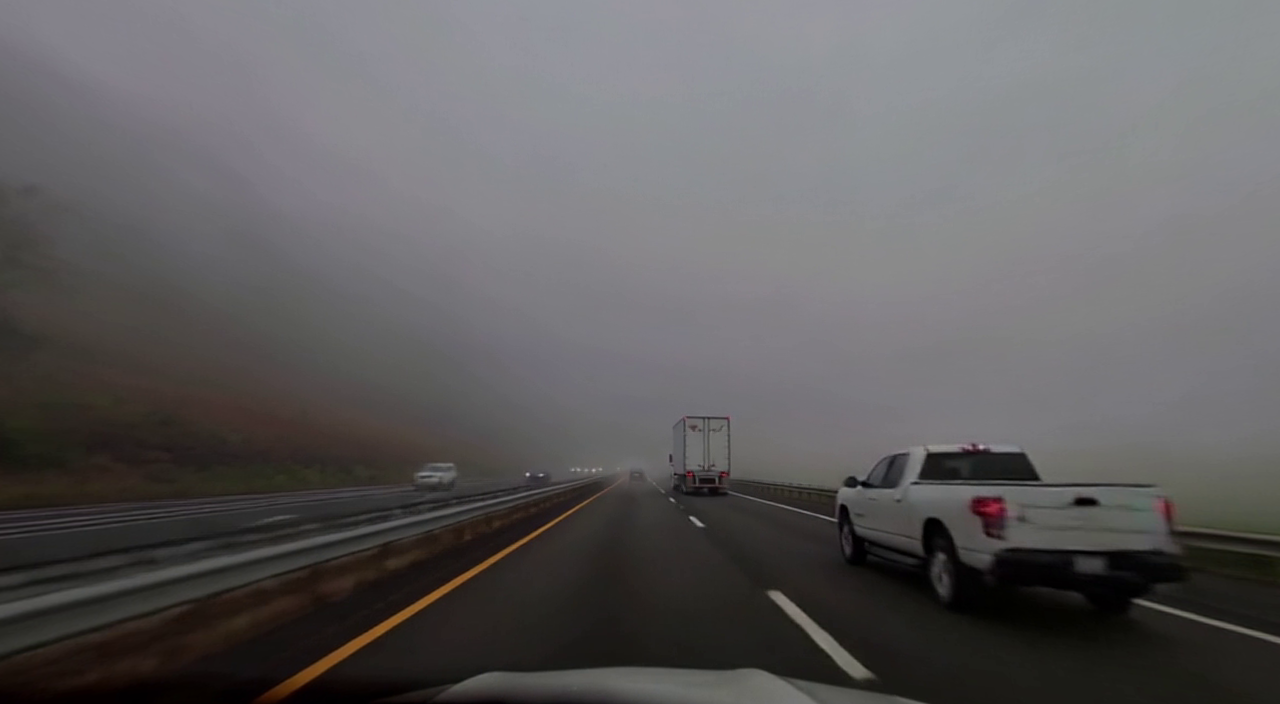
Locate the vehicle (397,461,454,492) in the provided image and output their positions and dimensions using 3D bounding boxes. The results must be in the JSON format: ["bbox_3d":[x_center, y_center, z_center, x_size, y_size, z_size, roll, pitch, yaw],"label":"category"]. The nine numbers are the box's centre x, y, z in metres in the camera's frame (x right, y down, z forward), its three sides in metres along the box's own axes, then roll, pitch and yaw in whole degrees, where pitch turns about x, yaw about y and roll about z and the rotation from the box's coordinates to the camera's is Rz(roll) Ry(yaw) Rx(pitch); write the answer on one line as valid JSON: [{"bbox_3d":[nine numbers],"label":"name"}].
[{"bbox_3d":[-12.953,7.539,38.305,1.912,1.695,4.292,1,-10,0],"label":"vehicle"}]

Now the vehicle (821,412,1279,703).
[{"bbox_3d":[3.471,1.614,5.923,2.124,1.662,4.641,1,-10,-1],"label":"vehicle"}]

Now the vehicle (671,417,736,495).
[{"bbox_3d":[3.751,6.816,40.727,2.863,4.088,14.040,1,-10,1],"label":"vehicle"}]
